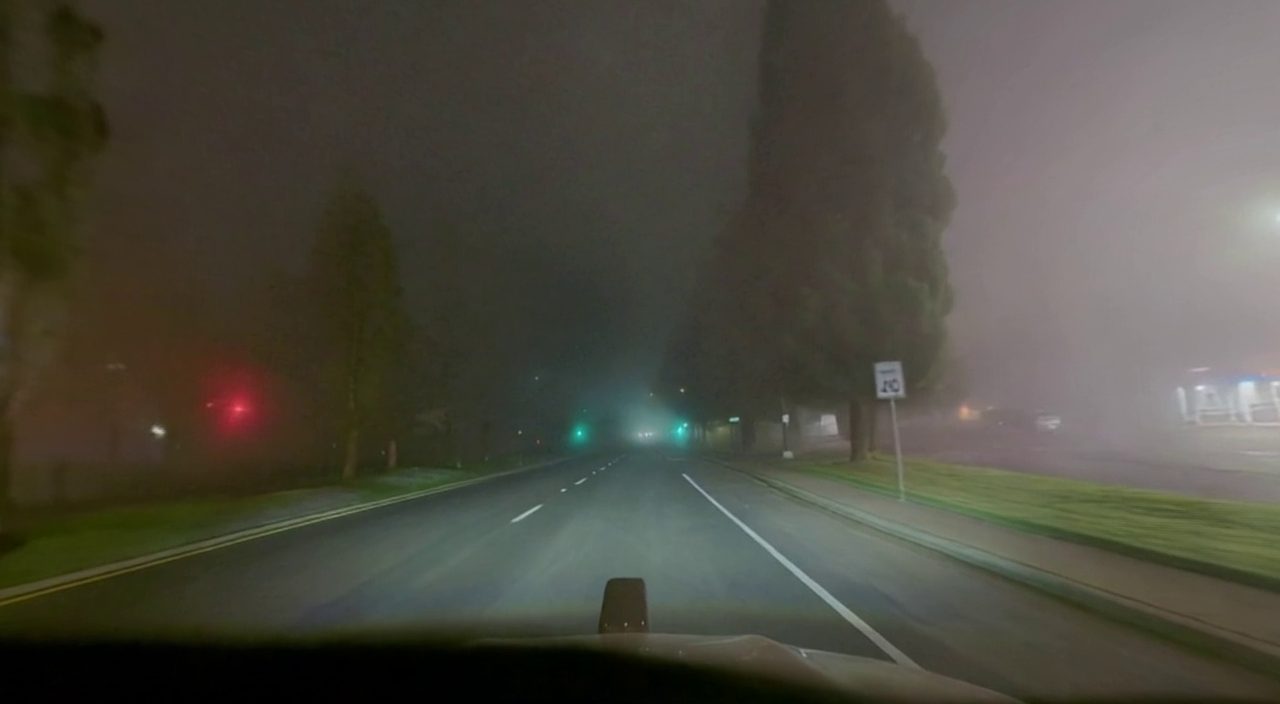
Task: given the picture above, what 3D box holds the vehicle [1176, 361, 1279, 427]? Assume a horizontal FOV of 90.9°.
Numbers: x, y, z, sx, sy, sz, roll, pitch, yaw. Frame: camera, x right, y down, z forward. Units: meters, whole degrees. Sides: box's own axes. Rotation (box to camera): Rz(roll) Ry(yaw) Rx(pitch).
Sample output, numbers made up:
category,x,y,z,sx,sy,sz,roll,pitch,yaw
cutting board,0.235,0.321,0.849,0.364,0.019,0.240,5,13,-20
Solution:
category,x,y,z,sx,sy,sz,roll,pitch,yaw
vehicle,41.294,2.453,41.136,8.935,3.546,2.885,-14,-10,37
